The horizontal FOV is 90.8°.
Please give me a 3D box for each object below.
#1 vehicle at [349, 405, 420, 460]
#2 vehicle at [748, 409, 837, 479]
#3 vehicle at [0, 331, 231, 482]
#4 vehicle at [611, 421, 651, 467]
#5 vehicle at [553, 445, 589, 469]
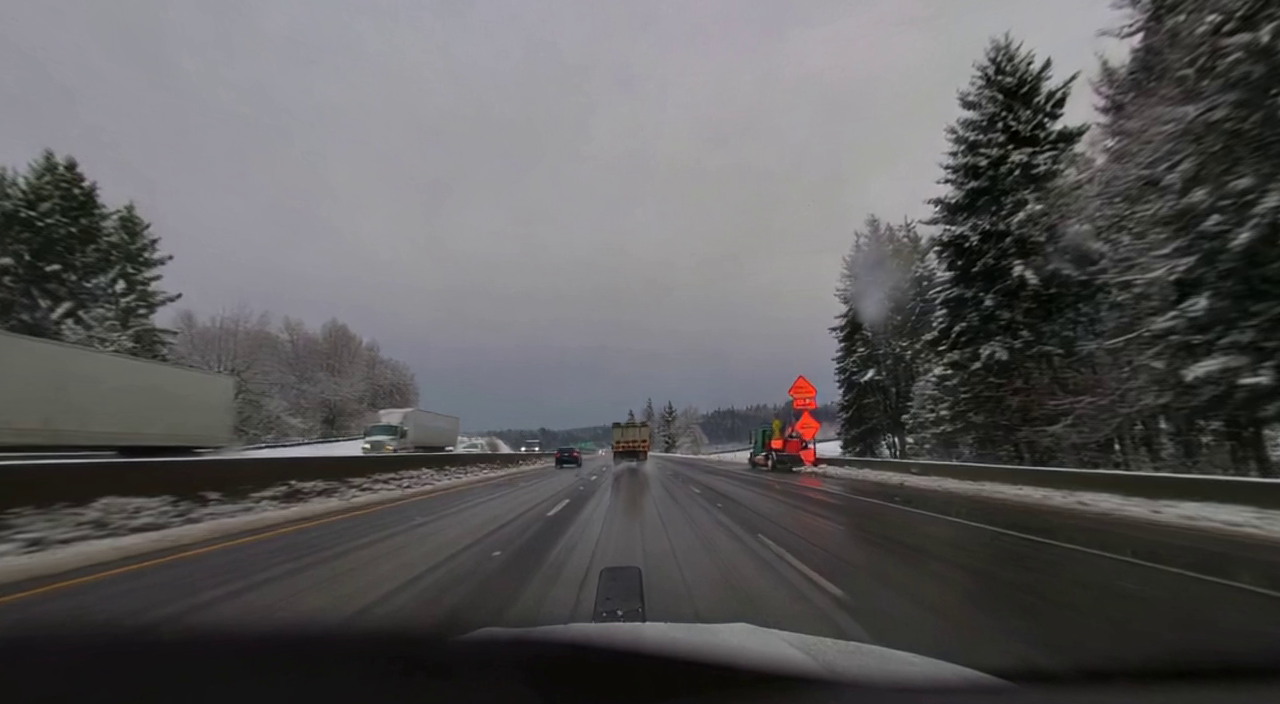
[{"bbox_3d":[-19.324,6.224,48.181,2.930,3.933,5.854,0,-9,-1],"label":"vehicle"},{"bbox_3d":[6.855,4.272,29.215,2.419,2.874,6.010,0,-9,-2],"label":"vehicle"},{"bbox_3d":[-19.217,2.029,20.786,2.881,4.150,13.071,0,-9,-1],"label":"vehicle"},{"bbox_3d":[-0.753,6.732,45.843,2.672,3.056,6.900,0,-9,-2],"label":"vehicle"},{"bbox_3d":[-4.476,6.886,41.498,1.991,1.484,4.110,0,-9,-1],"label":"vehicle"}]
